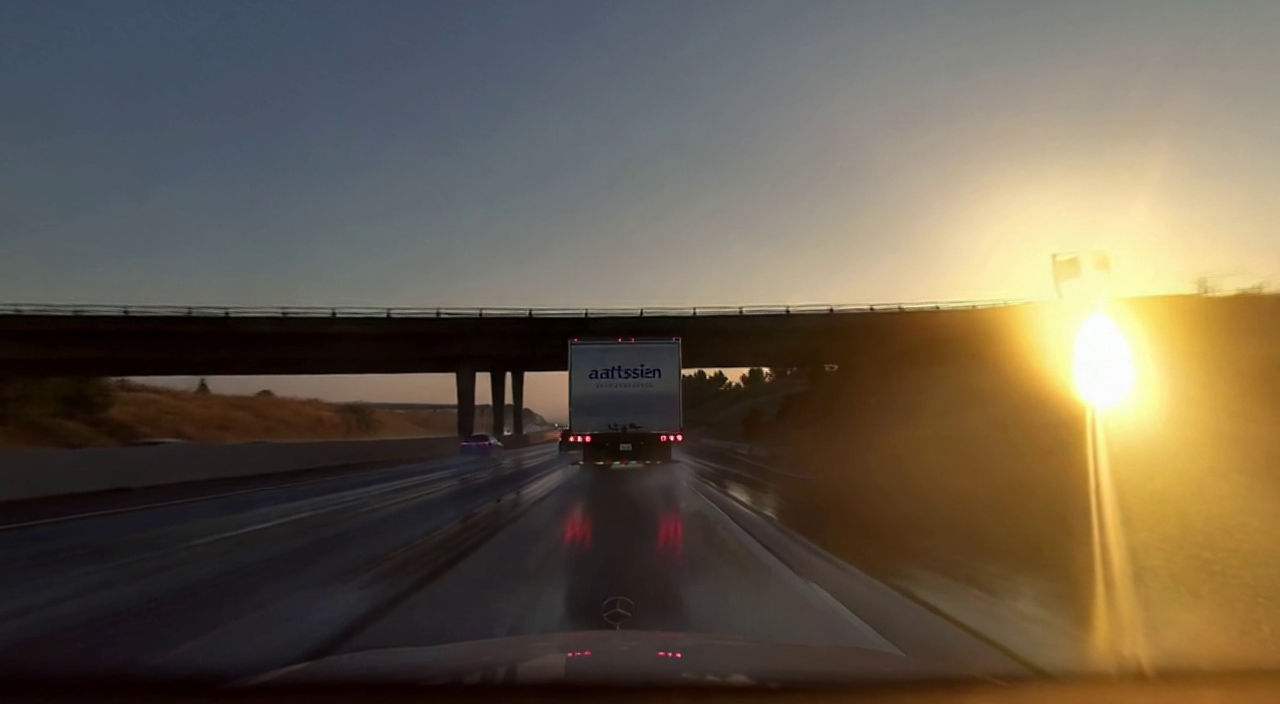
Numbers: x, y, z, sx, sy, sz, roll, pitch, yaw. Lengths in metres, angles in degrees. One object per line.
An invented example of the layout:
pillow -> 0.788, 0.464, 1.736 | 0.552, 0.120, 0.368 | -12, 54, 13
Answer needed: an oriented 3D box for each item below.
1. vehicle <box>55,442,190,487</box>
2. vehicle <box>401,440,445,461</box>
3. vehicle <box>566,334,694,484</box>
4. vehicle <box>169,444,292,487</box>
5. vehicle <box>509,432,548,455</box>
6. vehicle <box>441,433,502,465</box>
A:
vehicle -> -19.908, 4.290, 24.429 | 1.829, 1.546, 4.004 | 0, -8, 0
vehicle -> -16.381, 7.464, 47.735 | 1.884, 1.465, 3.988 | 0, -8, 0
vehicle -> -0.305, 2.246, 22.550 | 3.442, 4.106, 10.719 | 0, -8, 0
vehicle -> -16.173, 4.458, 25.157 | 1.880, 1.506, 4.531 | 0, -8, 0
vehicle -> -8.065, 6.672, 45.917 | 1.981, 1.574, 4.561 | 0, -8, 1
vehicle -> -8.450, 4.881, 31.852 | 1.940, 1.488, 3.976 | 0, -8, 0
